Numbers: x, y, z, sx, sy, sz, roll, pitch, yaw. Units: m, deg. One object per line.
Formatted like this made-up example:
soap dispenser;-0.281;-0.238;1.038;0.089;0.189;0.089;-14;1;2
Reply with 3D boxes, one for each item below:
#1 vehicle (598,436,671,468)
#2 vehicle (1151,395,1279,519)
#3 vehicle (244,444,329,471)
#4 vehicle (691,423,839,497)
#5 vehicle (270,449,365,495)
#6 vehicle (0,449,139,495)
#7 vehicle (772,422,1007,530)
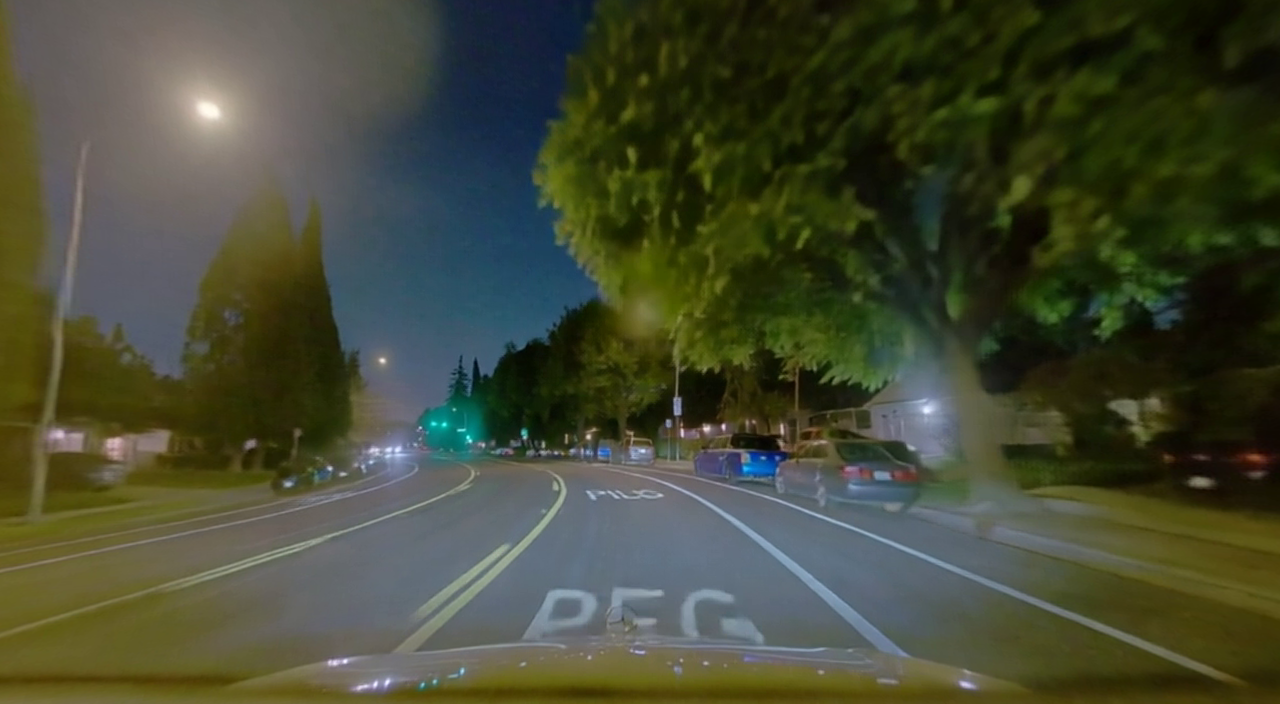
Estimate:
vehicle;-0.543;6.219;39.274;2.723;1.785;7.174;2;-9;-16
vehicle;11.746;1.529;10.360;4.882;1.766;2.040;-4;-8;-4
vehicle;-24.466;7.292;43.676;4.483;1.730;2.437;0;-8;5
vehicle;3.746;3.435;20.644;2.402;1.889;6.910;5;-9;-9
vehicle;-13.424;4.960;26.532;2.292;1.499;4.661;-4;-7;-11
vehicle;-20.965;4.311;23.067;1.942;1.464;4.537;2;-9;-9
vehicle;4.802;2.490;13.594;1.954;1.732;6.409;1;-8;-6
